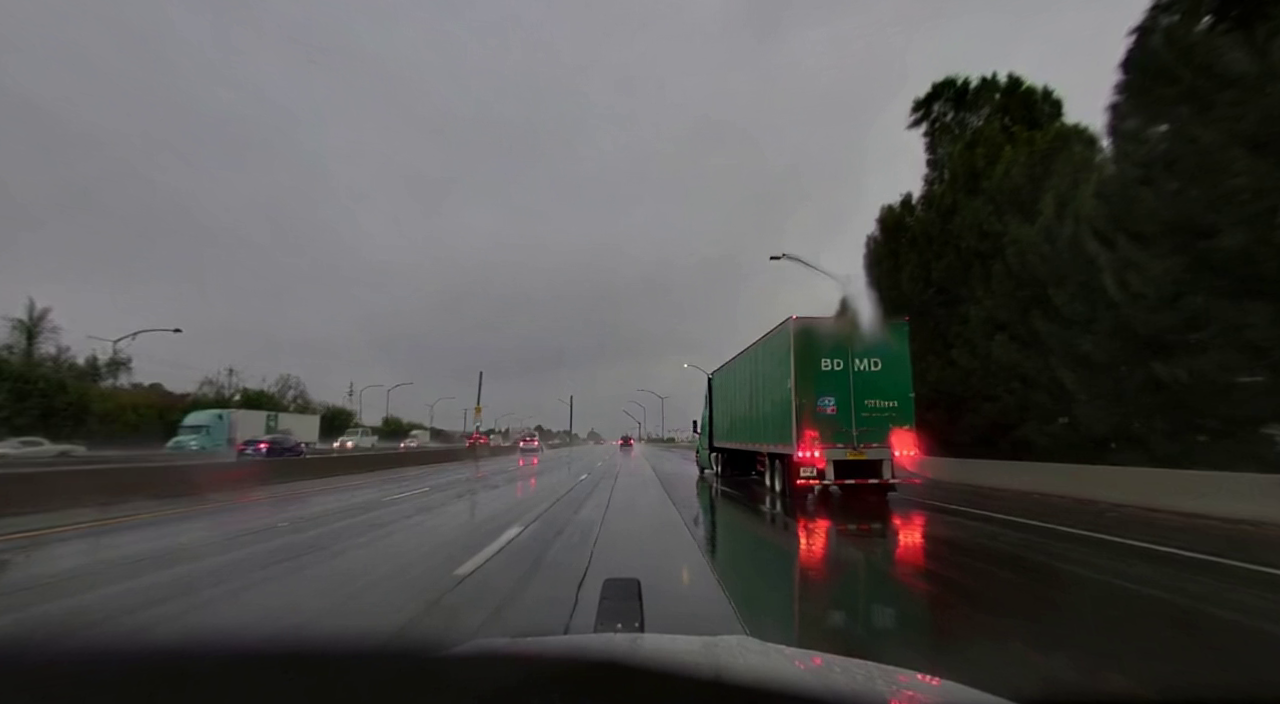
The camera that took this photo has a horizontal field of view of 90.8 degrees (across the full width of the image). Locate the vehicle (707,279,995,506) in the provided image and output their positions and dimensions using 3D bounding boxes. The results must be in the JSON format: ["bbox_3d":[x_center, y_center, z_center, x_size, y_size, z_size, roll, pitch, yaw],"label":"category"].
[{"bbox_3d":[4.400,1.750,18.428,2.891,3.944,15.051,0,-8,-2],"label":"vehicle"}]

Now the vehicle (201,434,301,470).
[{"bbox_3d":[-18.282,4.711,29.969,1.913,1.540,4.540,0,-8,-1],"label":"vehicle"}]
